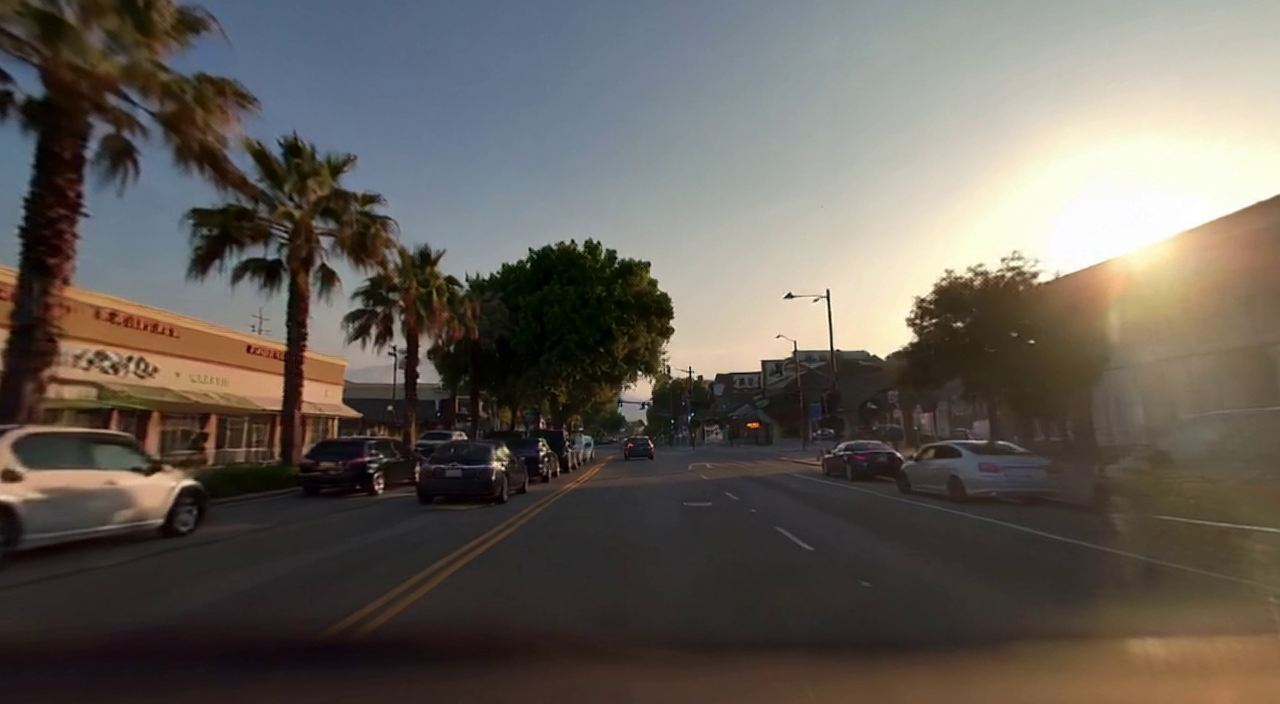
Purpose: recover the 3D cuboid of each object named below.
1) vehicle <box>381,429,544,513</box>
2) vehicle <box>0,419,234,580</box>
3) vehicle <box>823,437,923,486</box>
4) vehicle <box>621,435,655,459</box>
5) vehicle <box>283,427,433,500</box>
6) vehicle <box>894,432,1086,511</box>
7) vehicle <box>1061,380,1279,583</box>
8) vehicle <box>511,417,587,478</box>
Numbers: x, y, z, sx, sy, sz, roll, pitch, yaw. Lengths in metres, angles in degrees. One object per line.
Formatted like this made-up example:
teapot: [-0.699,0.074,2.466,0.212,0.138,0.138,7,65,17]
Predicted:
vehicle: [-3.516,2.460,13.553,2.044,1.462,4.624,0,-8,2]
vehicle: [-7.046,1.556,7.027,2.071,1.501,4.339,0,-8,1]
vehicle: [7.778,3.687,21.506,1.888,1.496,4.294,0,-8,2]
vehicle: [-0.101,6.187,41.079,2.092,1.497,4.446,0,-8,1]
vehicle: [-6.631,2.653,15.389,1.668,1.525,4.168,0,-8,1]
vehicle: [7.812,2.691,14.693,1.985,1.549,4.404,0,-8,1]
vehicle: [7.285,1.262,6.185,2.256,1.936,5.838,0,-8,0]
vehicle: [-3.290,3.595,23.801,2.158,2.040,4.511,0,-8,0]
